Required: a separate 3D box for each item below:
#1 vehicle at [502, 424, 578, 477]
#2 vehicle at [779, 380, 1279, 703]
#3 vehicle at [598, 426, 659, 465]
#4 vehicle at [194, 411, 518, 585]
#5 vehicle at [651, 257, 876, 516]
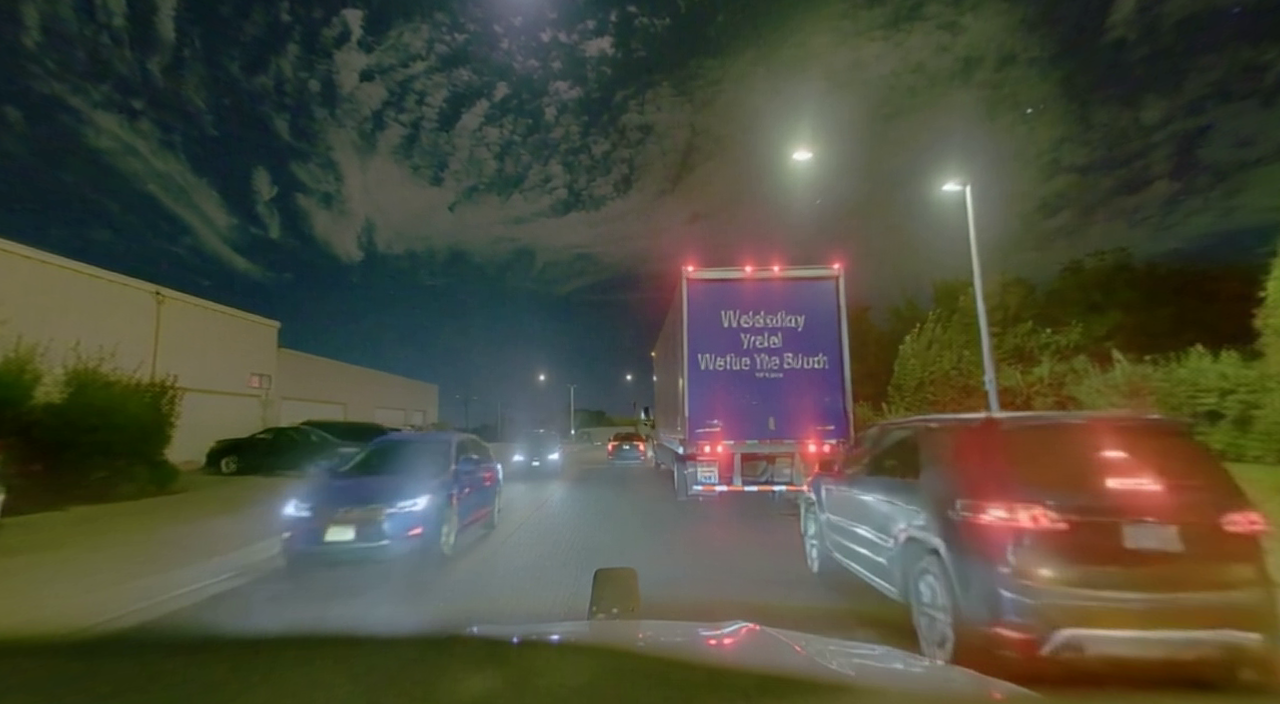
[{"bbox_3d":[-3.039,3.059,19.863,1.780,1.488,4.043,0,-8,-1],"label":"vehicle"},{"bbox_3d":[2.387,1.126,4.404,1.866,1.531,3.579,0,-8,-2],"label":"vehicle"},{"bbox_3d":[-0.390,3.909,26.405,2.160,1.498,3.909,-1,-8,5],"label":"vehicle"},{"bbox_3d":[-2.910,1.579,7.742,2.033,1.508,4.298,0,-8,-1],"label":"vehicle"},{"bbox_3d":[2.042,1.462,17.175,2.865,4.113,14.471,0,-8,-1],"label":"vehicle"}]
